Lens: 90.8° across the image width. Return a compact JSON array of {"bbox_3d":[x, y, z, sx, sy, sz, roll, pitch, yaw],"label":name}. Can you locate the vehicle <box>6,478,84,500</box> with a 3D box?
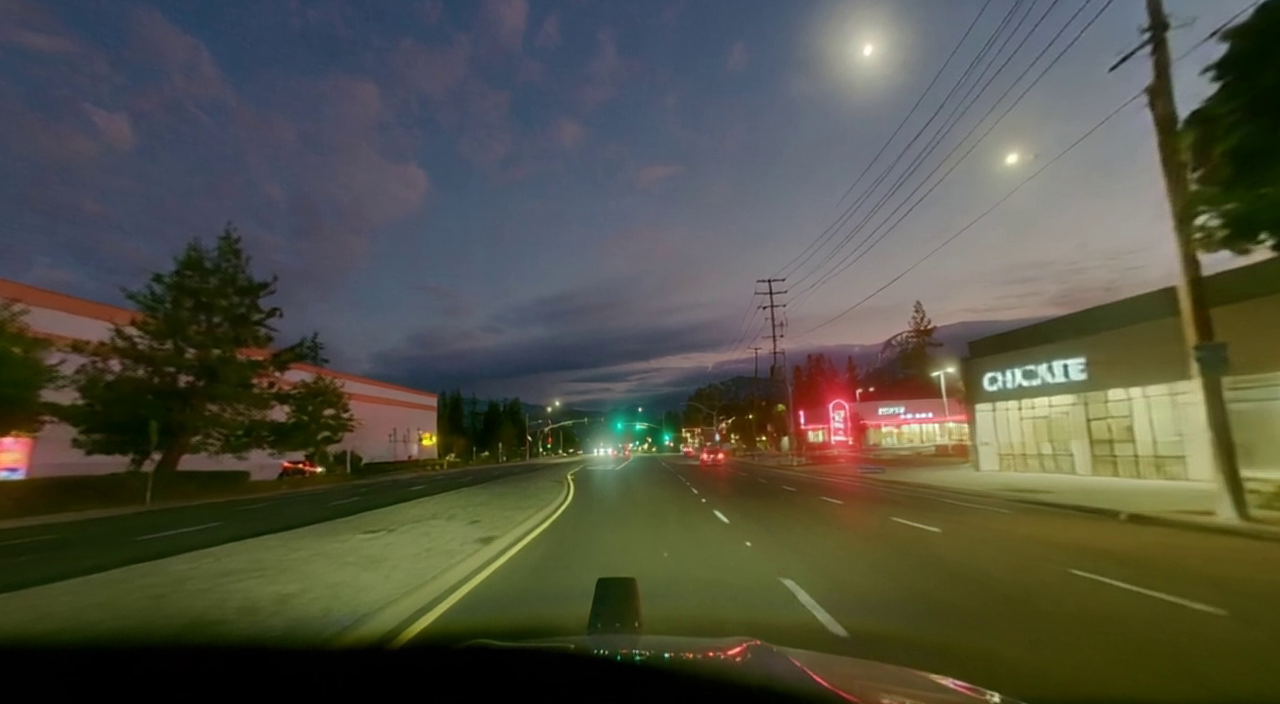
[{"bbox_3d":[-46.819,10.769,49.849,1.738,1.424,4.544,0,-9,-1],"label":"vehicle"}]
